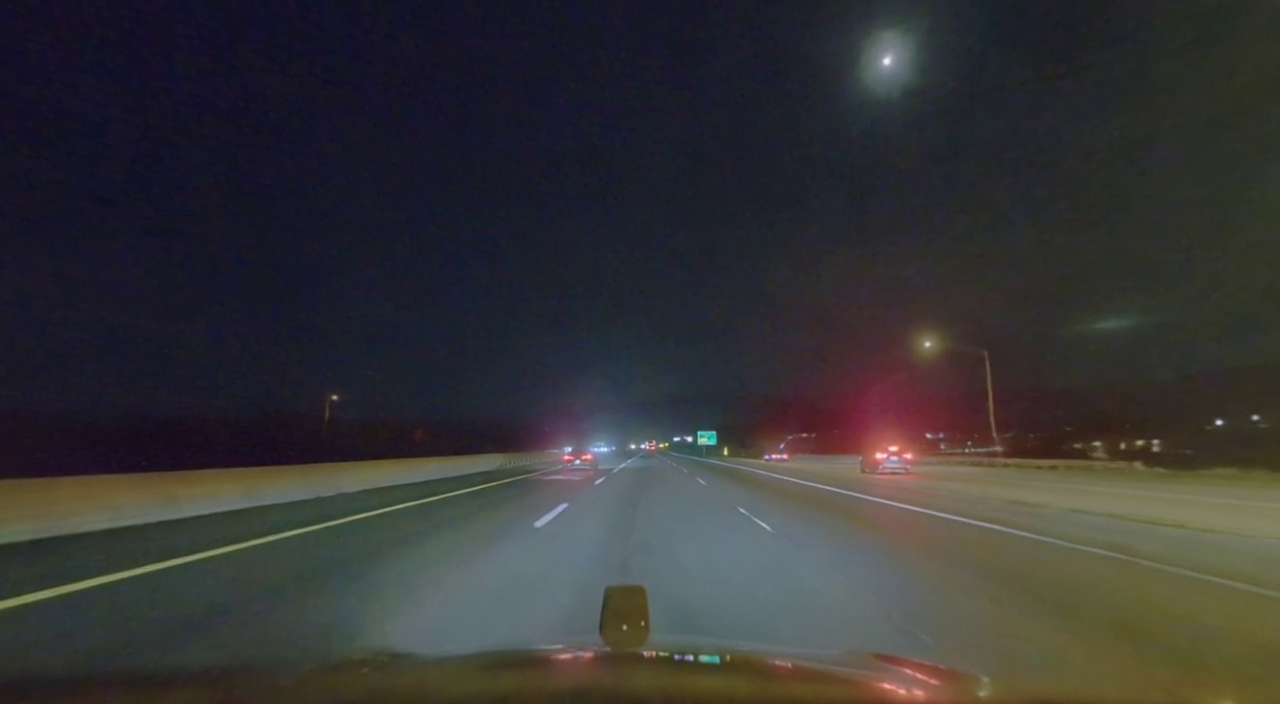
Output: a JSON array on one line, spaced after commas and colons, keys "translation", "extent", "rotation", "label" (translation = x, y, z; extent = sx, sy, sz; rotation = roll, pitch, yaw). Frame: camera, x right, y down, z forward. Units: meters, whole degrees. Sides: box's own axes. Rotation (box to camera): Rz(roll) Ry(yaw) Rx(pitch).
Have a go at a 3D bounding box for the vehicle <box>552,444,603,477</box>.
[{"translation": [-3.015, 5.306, 31.079], "extent": [1.968, 1.504, 3.892], "rotation": [0, -8, 2], "label": "vehicle"}]
